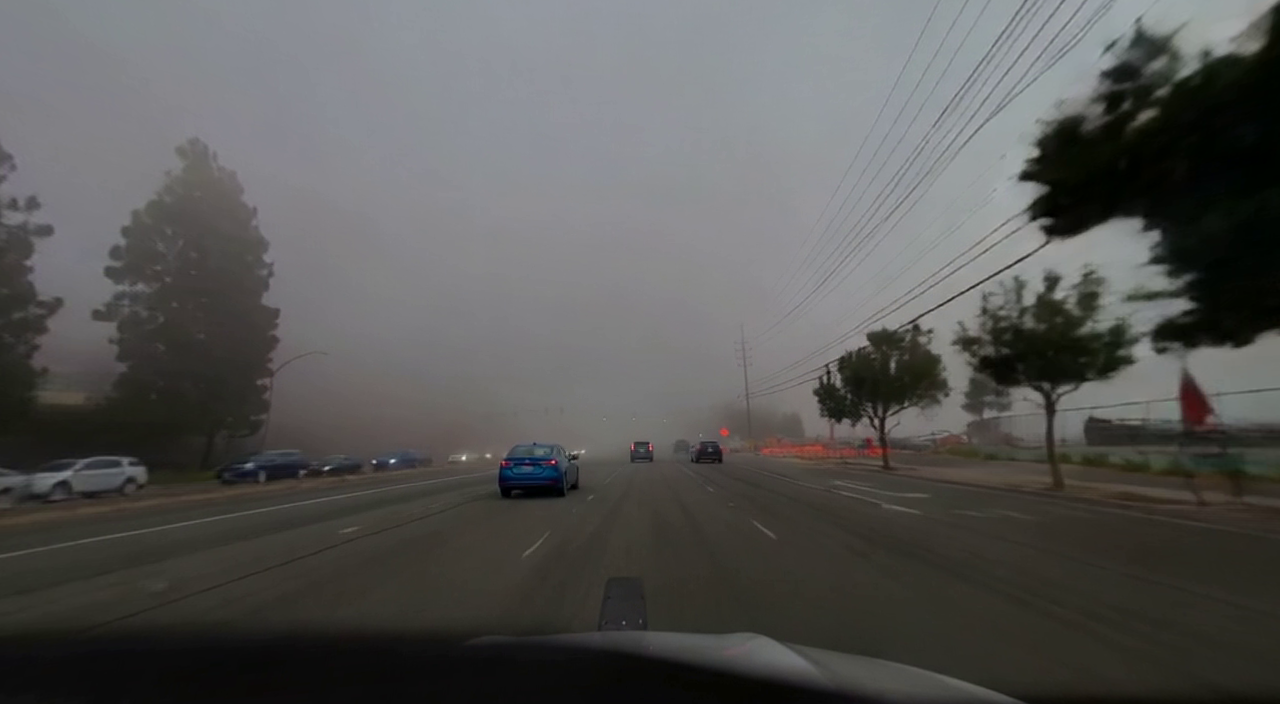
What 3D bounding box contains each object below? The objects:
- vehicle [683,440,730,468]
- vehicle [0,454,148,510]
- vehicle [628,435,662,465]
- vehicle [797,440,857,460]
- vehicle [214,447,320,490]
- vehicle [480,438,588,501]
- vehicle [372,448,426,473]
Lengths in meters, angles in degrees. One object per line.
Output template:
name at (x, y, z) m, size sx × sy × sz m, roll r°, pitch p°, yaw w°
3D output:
vehicle at (3.680, 5.760, 35.858) m, size 2.142 × 1.475 × 4.565 m, roll 0°, pitch -8°, yaw 0°
vehicle at (-20.110, 4.499, 22.282) m, size 1.854 × 1.685 × 4.496 m, roll 0°, pitch -8°, yaw -2°
vehicle at (0.333, 6.381, 41.080) m, size 2.060 × 1.845 × 4.151 m, roll -1°, pitch -8°, yaw 1°
vehicle at (14.694, 7.652, 49.409) m, size 4.677 × 1.466 × 1.928 m, roll 5°, pitch -10°, yaw -34°
vehicle at (-16.815, 5.241, 28.781) m, size 2.025 × 1.712 × 4.578 m, roll -1°, pitch -8°, yaw 0°
vehicle at (-2.770, 3.211, 17.759) m, size 2.087 × 1.480 × 4.825 m, roll -1°, pitch -8°, yaw 2°
vehicle at (-17.292, 7.795, 45.488) m, size 2.036 × 1.649 × 4.493 m, roll -1°, pitch -8°, yaw 1°
